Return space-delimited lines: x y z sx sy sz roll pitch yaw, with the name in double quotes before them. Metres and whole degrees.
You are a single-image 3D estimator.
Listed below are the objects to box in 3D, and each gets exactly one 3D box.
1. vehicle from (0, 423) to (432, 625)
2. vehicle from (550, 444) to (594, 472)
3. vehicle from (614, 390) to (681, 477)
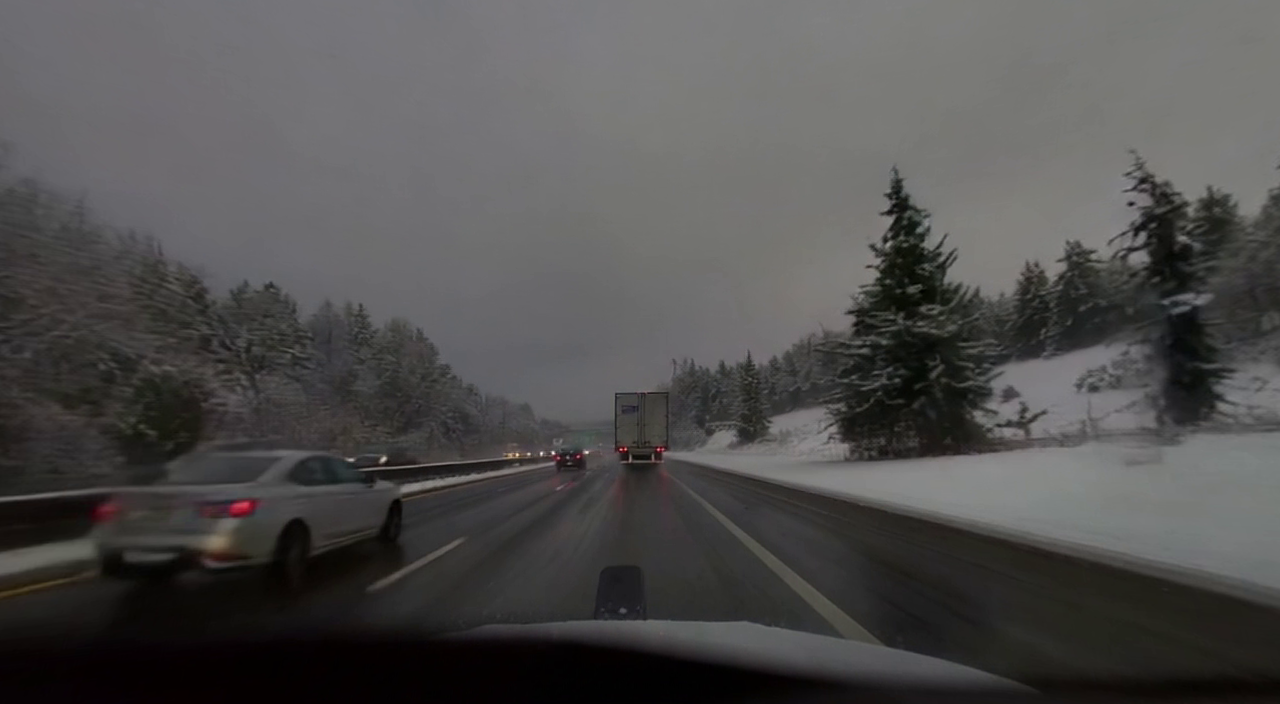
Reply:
"vehicle" -4.316 1.666 7.145 2.206 1.478 4.824 0 -9 1
"vehicle" -4.063 6.415 38.294 2.074 1.546 4.946 0 -9 0
"vehicle" 0.252 4.396 33.010 2.959 3.828 9.617 0 -9 -1
